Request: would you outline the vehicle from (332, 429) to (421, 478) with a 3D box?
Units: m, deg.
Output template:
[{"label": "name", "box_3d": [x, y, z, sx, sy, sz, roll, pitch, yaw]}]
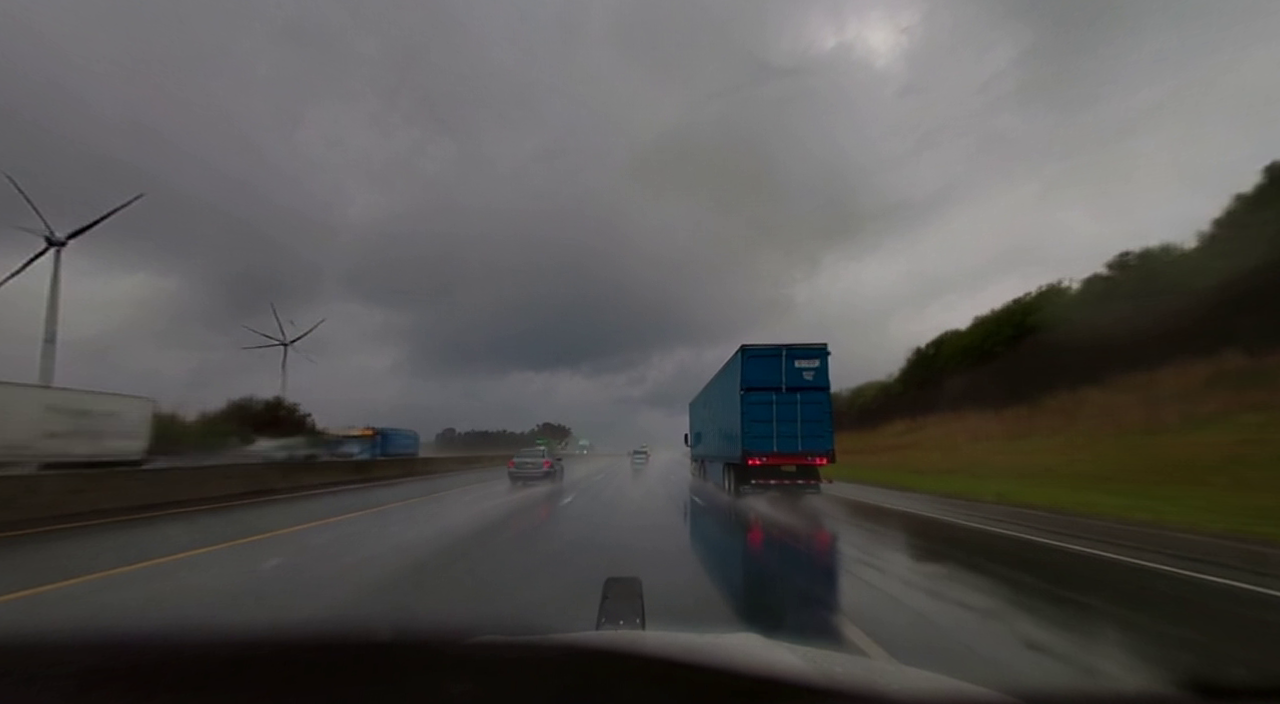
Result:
[{"label": "vehicle", "box_3d": [-19.269, 7.540, 46.888, 2.910, 3.234, 8.361, 0, -9, 0]}]

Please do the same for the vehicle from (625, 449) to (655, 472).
[{"label": "vehicle", "box_3d": [-0.007, 7.218, 42.115, 1.931, 1.453, 3.695, 0, -9, -1]}]

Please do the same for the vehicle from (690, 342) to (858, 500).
[{"label": "vehicle", "box_3d": [3.907, 2.781, 22.722, 2.947, 3.989, 13.568, 0, -9, 0]}]

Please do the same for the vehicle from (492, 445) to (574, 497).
[{"label": "vehicle", "box_3d": [-3.431, 3.902, 21.042, 1.952, 1.521, 4.095, 0, -9, 1]}]

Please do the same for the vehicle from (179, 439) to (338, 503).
[{"label": "vehicle", "box_3d": [-11.629, 3.640, 19.744, 2.054, 1.737, 4.620, 0, -9, 0]}]

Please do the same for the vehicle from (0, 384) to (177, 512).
[{"label": "vehicle", "box_3d": [-20.819, 2.827, 18.530, 2.876, 3.822, 15.372, 0, -9, 0]}]
